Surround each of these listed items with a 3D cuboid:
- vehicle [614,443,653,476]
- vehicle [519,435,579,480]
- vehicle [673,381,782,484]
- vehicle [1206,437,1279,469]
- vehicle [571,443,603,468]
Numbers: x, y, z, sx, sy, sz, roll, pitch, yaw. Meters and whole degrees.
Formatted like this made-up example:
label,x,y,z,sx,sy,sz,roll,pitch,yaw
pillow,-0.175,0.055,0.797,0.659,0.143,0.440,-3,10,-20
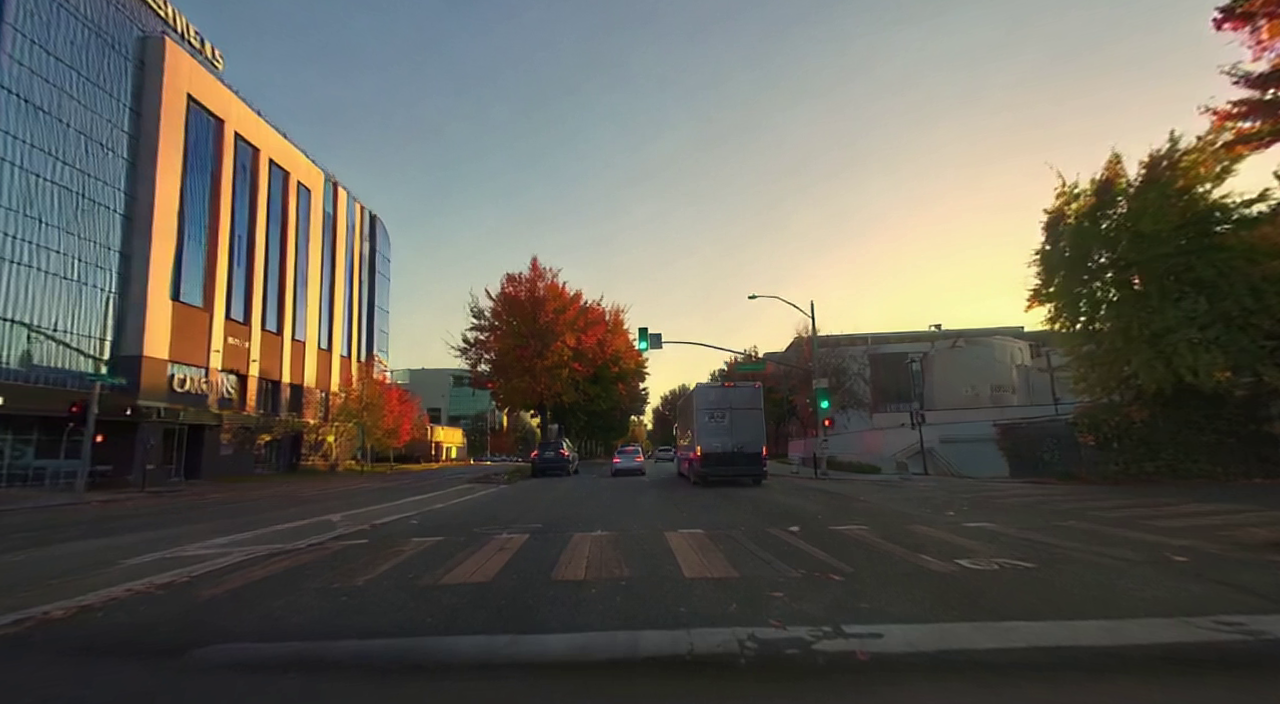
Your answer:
label,x,y,z,sx,sy,sz,roll,pitch,yaw
vehicle,-0.313,5.369,31.619,1.846,1.528,4.348,0,-9,0
vehicle,-4.027,4.760,28.656,2.035,1.867,4.607,0,-9,0
vehicle,3.411,3.668,27.928,3.003,3.680,10.684,0,-9,-2
vehicle,32.653,5.300,33.111,1.761,1.547,3.972,1,-9,-8
vehicle,-3.792,7.475,45.559,1.950,1.665,4.203,0,-9,0
